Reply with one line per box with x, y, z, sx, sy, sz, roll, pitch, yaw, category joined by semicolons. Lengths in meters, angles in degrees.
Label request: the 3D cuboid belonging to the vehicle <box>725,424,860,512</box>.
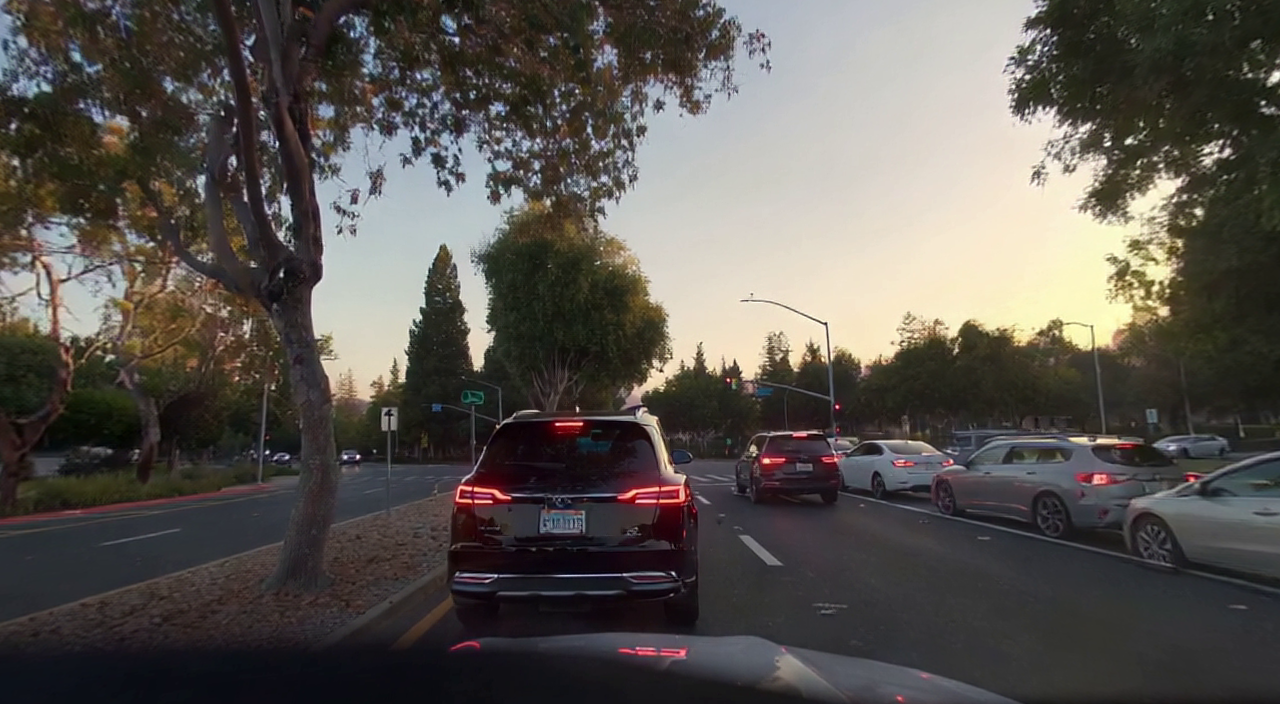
3.259;2.580;14.474;1.963;1.682;4.407;0;-9;0;vehicle

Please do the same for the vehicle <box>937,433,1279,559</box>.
6.583;2.017;9.656;1.894;1.445;4.565;0;-9;0;vehicle

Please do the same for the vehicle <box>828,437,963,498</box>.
6.960;3.186;17.792;1.890;1.489;4.415;0;-9;-1;vehicle

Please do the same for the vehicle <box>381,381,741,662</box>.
-0.433;1.351;6.084;2.201;1.709;4.271;0;-9;1;vehicle
